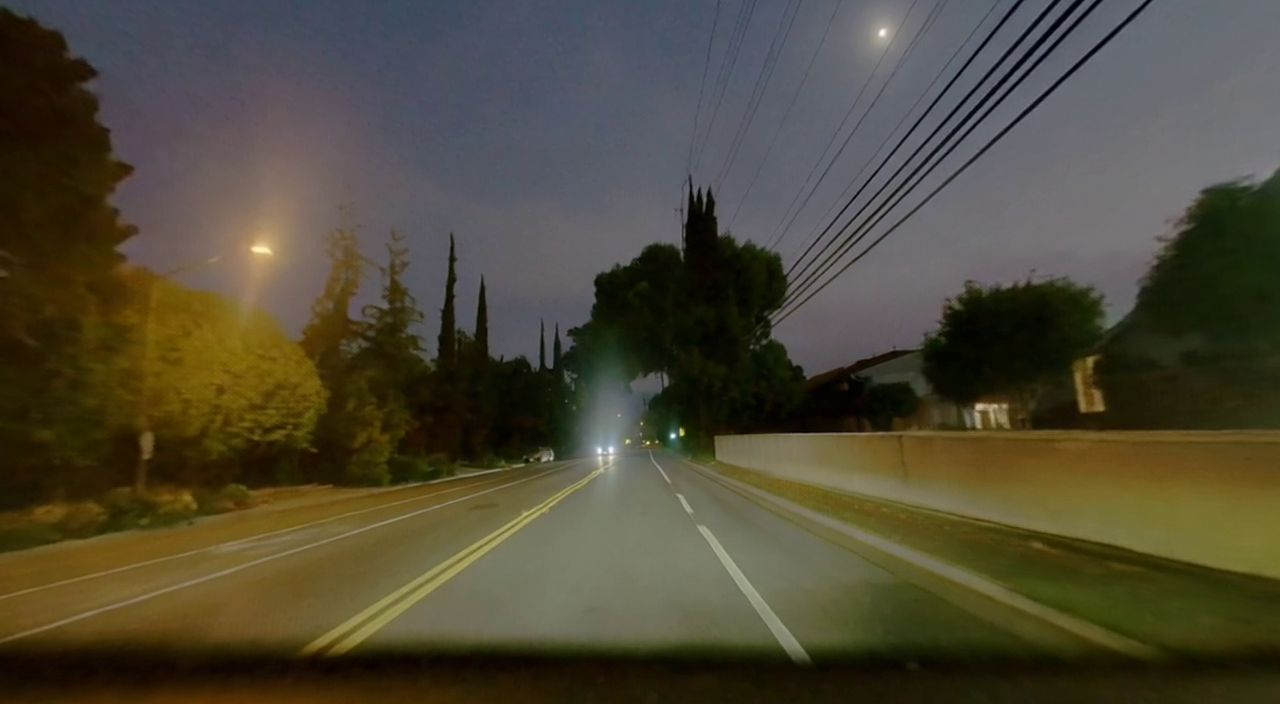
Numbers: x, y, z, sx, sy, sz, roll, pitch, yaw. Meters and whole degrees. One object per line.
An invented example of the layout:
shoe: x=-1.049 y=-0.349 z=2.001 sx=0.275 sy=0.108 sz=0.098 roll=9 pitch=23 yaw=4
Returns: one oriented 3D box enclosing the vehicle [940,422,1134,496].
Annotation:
vehicle: x=10.778 y=2.952 z=17.760 sx=2.194 sy=1.577 sz=4.838 roll=-5 pitch=-8 yaw=0
